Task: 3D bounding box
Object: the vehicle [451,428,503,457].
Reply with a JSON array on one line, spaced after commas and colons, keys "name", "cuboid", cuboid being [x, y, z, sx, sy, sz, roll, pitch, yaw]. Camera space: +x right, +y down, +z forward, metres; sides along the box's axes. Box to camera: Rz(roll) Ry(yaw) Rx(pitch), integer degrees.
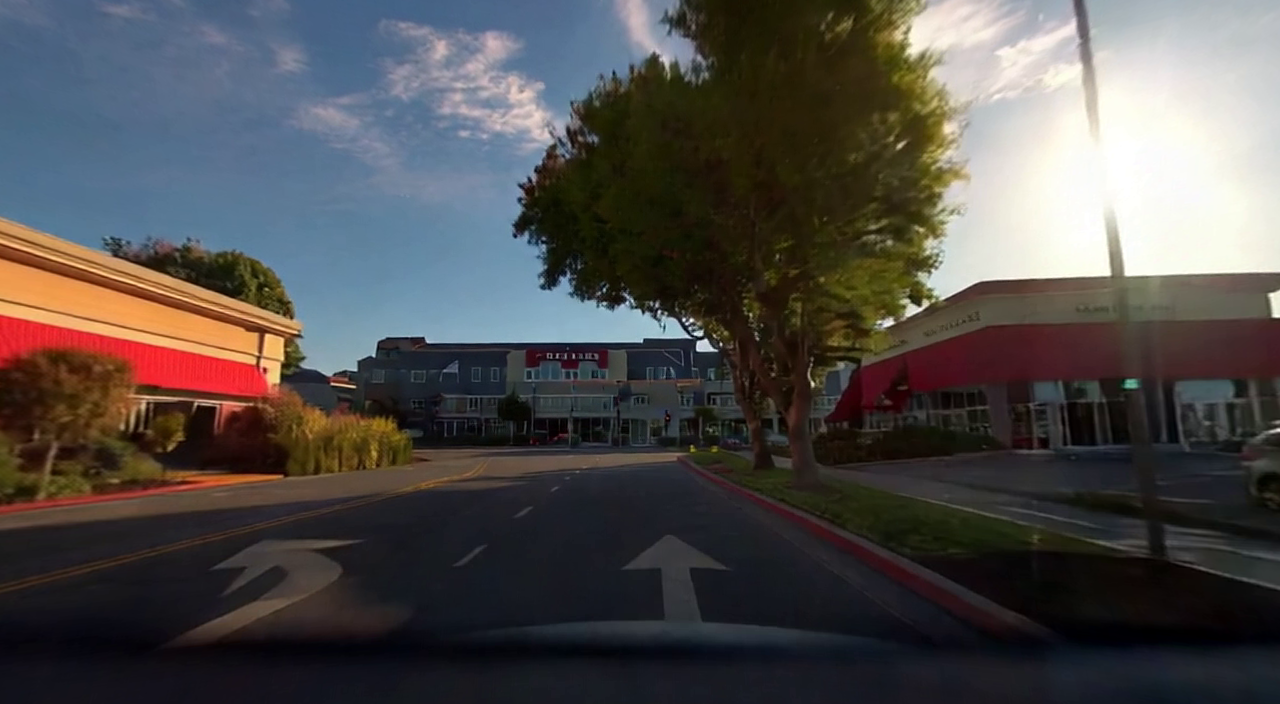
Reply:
[{"name": "vehicle", "cuboid": [-8.703, 4.866, 33.996, 1.919, 1.484, 3.879, 0, -8, -3]}]
